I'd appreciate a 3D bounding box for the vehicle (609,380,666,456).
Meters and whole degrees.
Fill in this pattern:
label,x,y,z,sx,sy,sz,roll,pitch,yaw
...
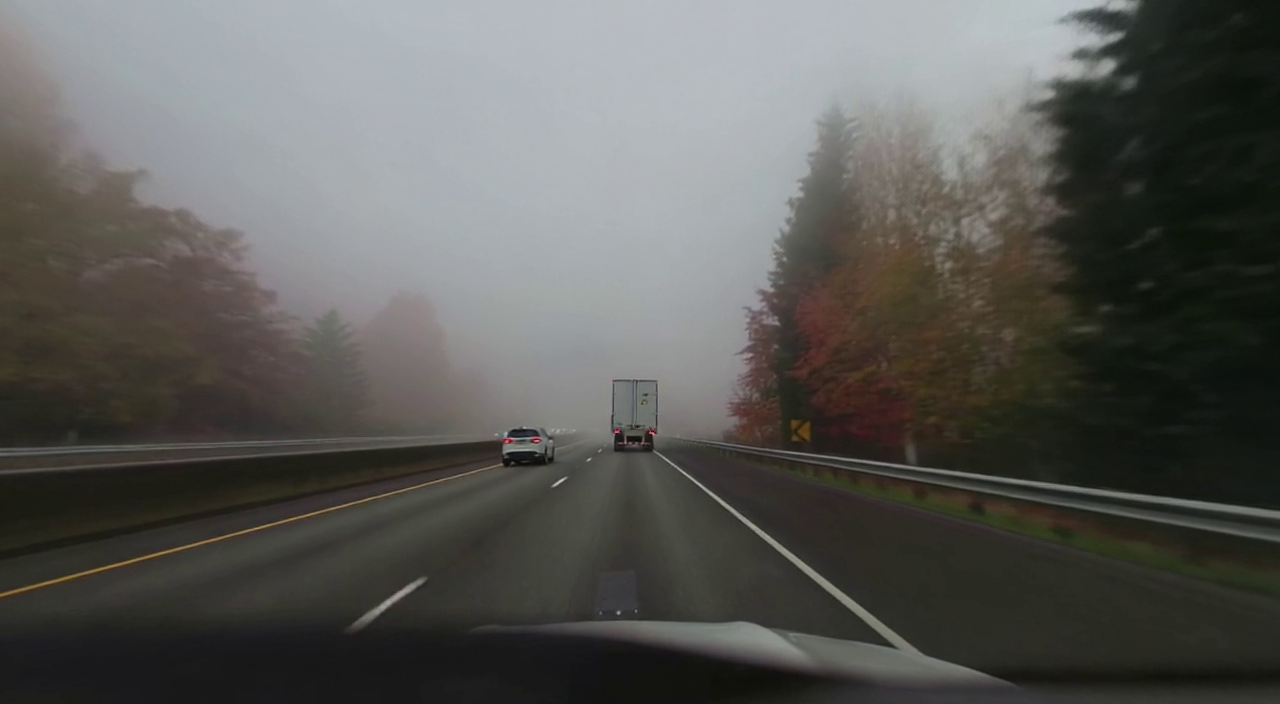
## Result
label,x,y,z,sx,sy,sz,roll,pitch,yaw
vehicle,-0.335,4.224,38.955,3.013,4.016,11.496,0,-8,-2

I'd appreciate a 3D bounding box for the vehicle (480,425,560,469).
label,x,y,z,sx,sy,sz,roll,pitch,yaw
vehicle,-4.440,3.598,23.991,2.217,1.495,4.245,0,-8,0
